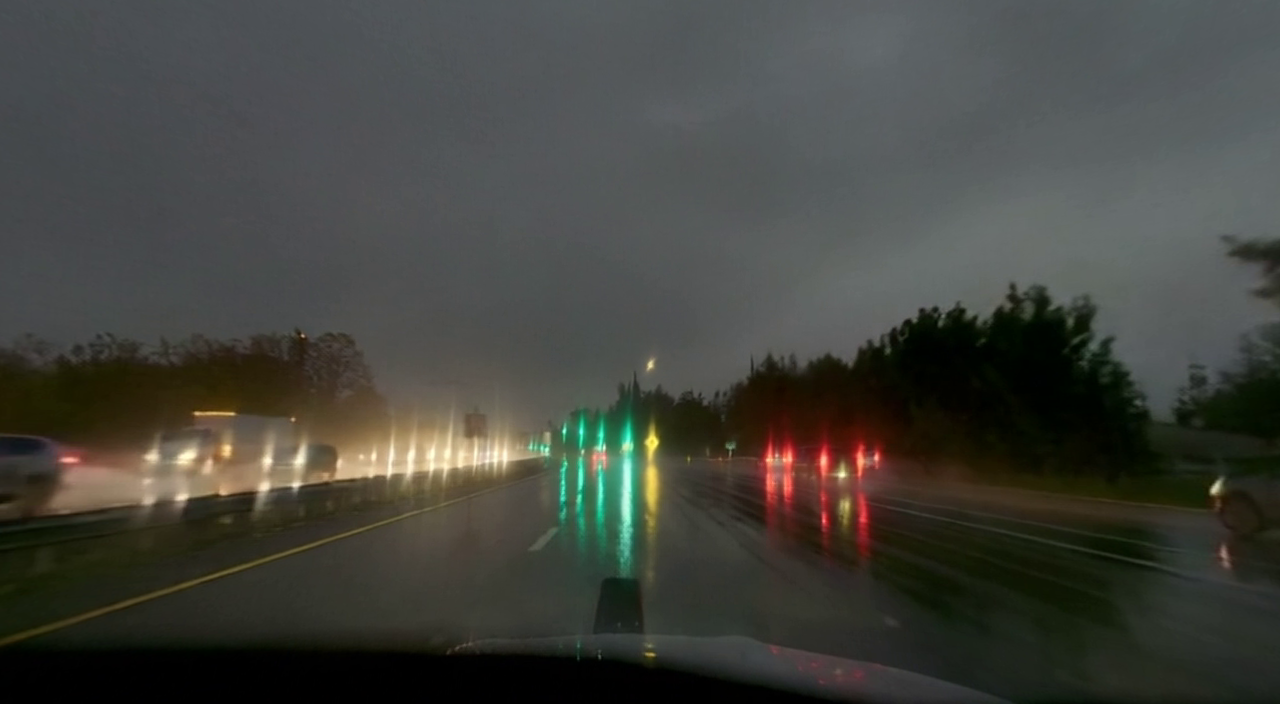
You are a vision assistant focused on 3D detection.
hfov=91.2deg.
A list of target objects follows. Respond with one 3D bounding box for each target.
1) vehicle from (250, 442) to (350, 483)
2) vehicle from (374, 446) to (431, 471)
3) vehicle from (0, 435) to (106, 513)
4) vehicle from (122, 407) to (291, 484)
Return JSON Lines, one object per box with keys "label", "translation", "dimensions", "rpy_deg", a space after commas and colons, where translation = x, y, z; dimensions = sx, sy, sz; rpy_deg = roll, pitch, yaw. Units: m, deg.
{"label": "vehicle", "translation": [-13.932, 4.542, 26.008], "dimensions": [1.870, 1.494, 4.423], "rpy_deg": [0, -9, -3]}
{"label": "vehicle", "translation": [-15.462, 6.949, 41.125], "dimensions": [1.946, 1.539, 5.095], "rpy_deg": [0, -9, -3]}
{"label": "vehicle", "translation": [-13.357, 2.369, 12.152], "dimensions": [1.898, 1.484, 4.729], "rpy_deg": [0, -9, -2]}
{"label": "vehicle", "translation": [-20.195, 4.489, 30.006], "dimensions": [2.672, 3.162, 7.942], "rpy_deg": [0, -9, -3]}
